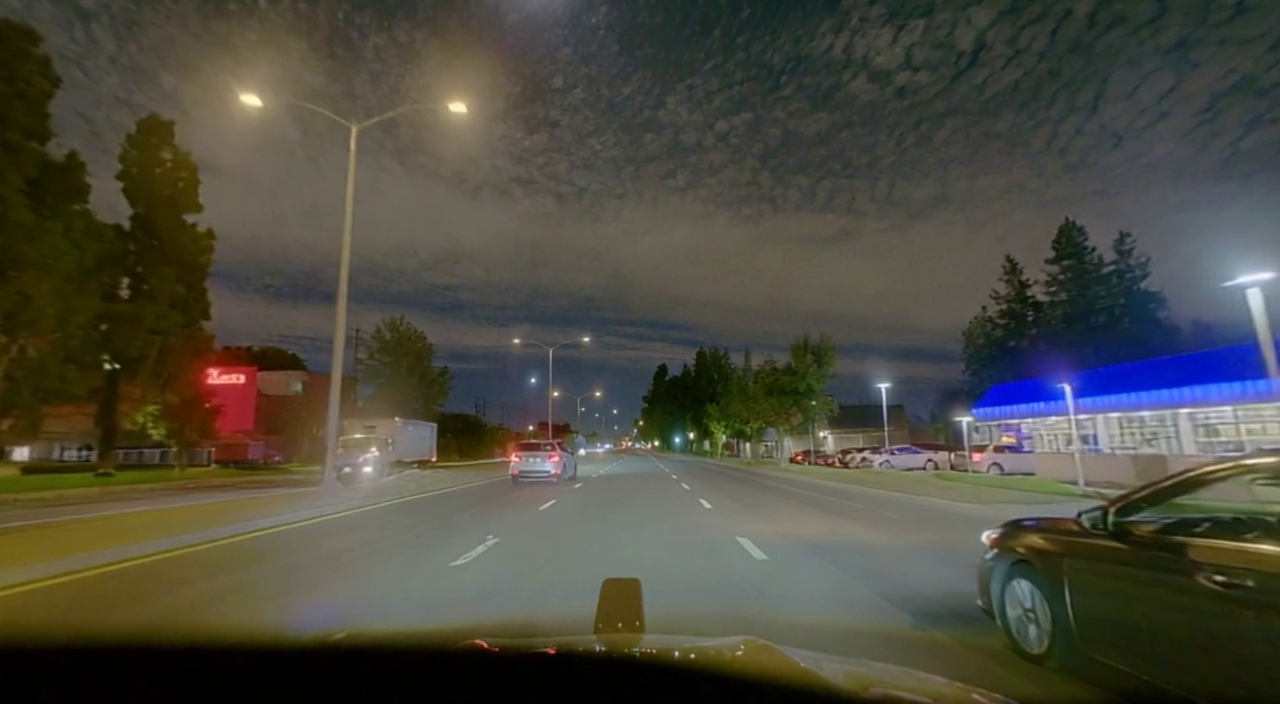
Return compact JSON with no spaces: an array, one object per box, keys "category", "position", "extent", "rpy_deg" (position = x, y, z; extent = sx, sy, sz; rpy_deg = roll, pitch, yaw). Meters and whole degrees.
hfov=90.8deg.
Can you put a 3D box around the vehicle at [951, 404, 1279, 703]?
[{"category":"vehicle","position":[3.375,0.950,2.359],"extent":[1.975,1.502,4.787],"rpy_deg":[0,-9,0]}]

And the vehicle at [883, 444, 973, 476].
[{"category":"vehicle","position":[16.864,6.354,37.179],"extent":[4.318,1.733,1.901],"rpy_deg":[-1,-9,-1]}]

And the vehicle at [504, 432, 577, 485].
[{"category":"vehicle","position":[-3.634,3.979,23.889],"extent":[1.997,1.806,4.500],"rpy_deg":[0,-9,1]}]

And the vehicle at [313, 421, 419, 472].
[{"category":"vehicle","position":[-20.402,7.181,48.110],"extent":[3.171,3.397,10.694],"rpy_deg":[0,-9,1]}]
